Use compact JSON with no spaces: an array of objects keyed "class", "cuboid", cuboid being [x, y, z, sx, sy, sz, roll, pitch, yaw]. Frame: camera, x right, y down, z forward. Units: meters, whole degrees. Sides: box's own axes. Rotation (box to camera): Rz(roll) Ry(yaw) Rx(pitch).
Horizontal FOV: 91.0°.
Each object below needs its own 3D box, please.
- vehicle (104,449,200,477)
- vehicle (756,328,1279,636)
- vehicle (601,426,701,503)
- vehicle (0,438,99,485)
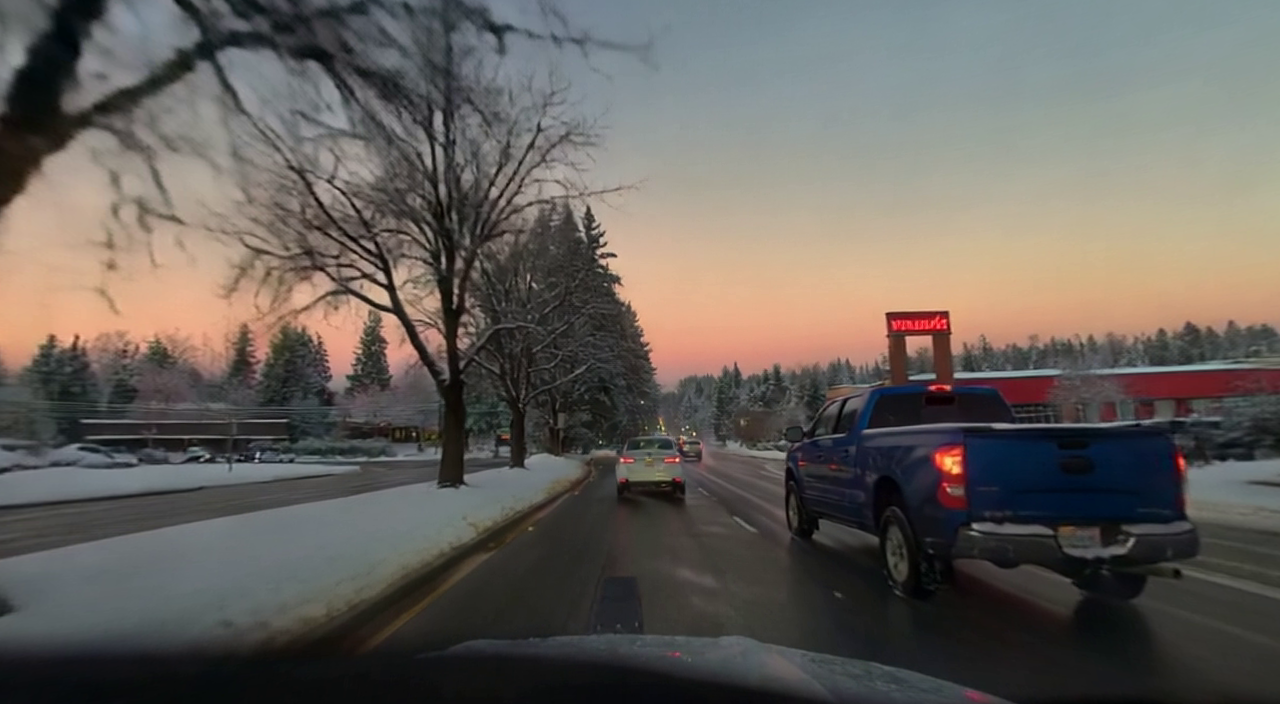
[{"class":"vehicle","cuboid":[-28.072,6.404,36.316,3.894,1.527,1.872,-1,-10,-1]},{"class":"vehicle","cuboid":[3.337,1.329,7.367,2.731,2.101,6.047,0,-9,-1]},{"class":"vehicle","cuboid":[0.233,2.755,15.704,2.145,1.650,4.021,0,-9,0]},{"class":"vehicle","cuboid":[-32.175,5.570,31.834,2.664,2.215,7.903,-2,-9,-1]}]
